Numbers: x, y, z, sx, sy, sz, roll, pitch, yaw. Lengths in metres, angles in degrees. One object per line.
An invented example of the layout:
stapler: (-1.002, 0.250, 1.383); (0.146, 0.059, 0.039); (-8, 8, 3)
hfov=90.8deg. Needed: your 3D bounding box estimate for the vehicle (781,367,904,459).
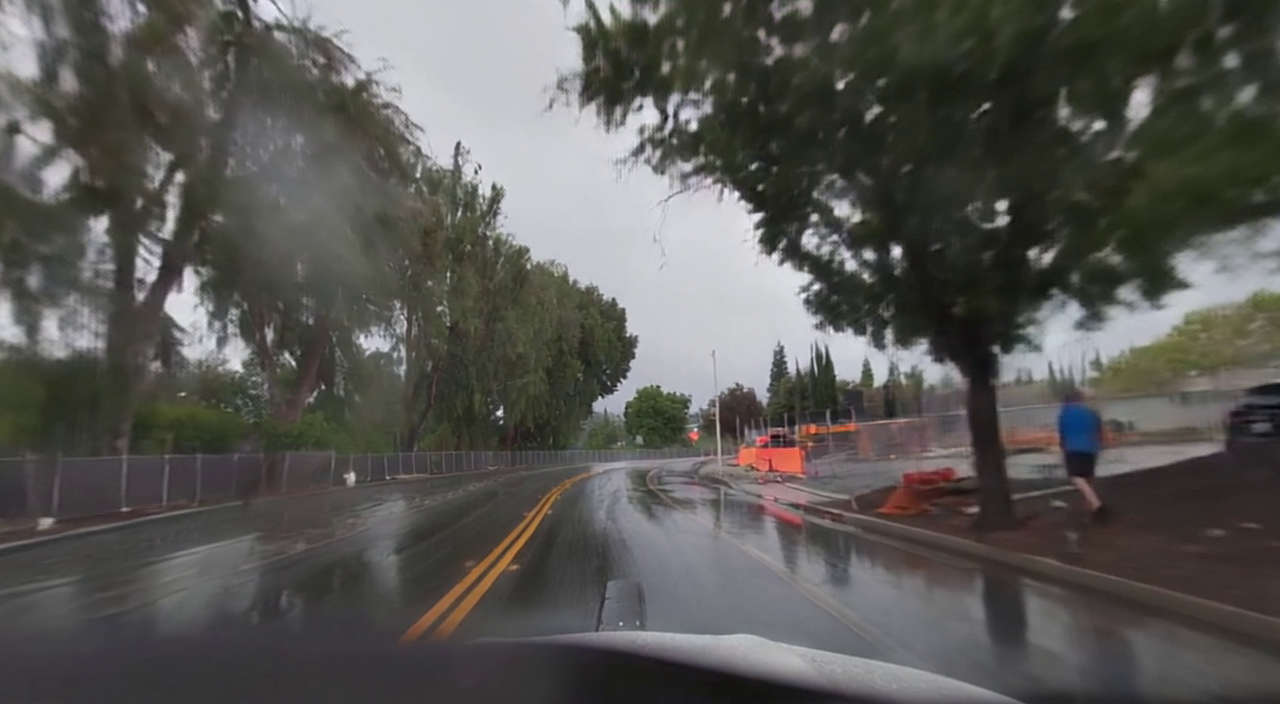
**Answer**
vehicle: (9.411, 3.268, 30.998); (2.984, 3.691, 10.409); (-2, -9, 3)
